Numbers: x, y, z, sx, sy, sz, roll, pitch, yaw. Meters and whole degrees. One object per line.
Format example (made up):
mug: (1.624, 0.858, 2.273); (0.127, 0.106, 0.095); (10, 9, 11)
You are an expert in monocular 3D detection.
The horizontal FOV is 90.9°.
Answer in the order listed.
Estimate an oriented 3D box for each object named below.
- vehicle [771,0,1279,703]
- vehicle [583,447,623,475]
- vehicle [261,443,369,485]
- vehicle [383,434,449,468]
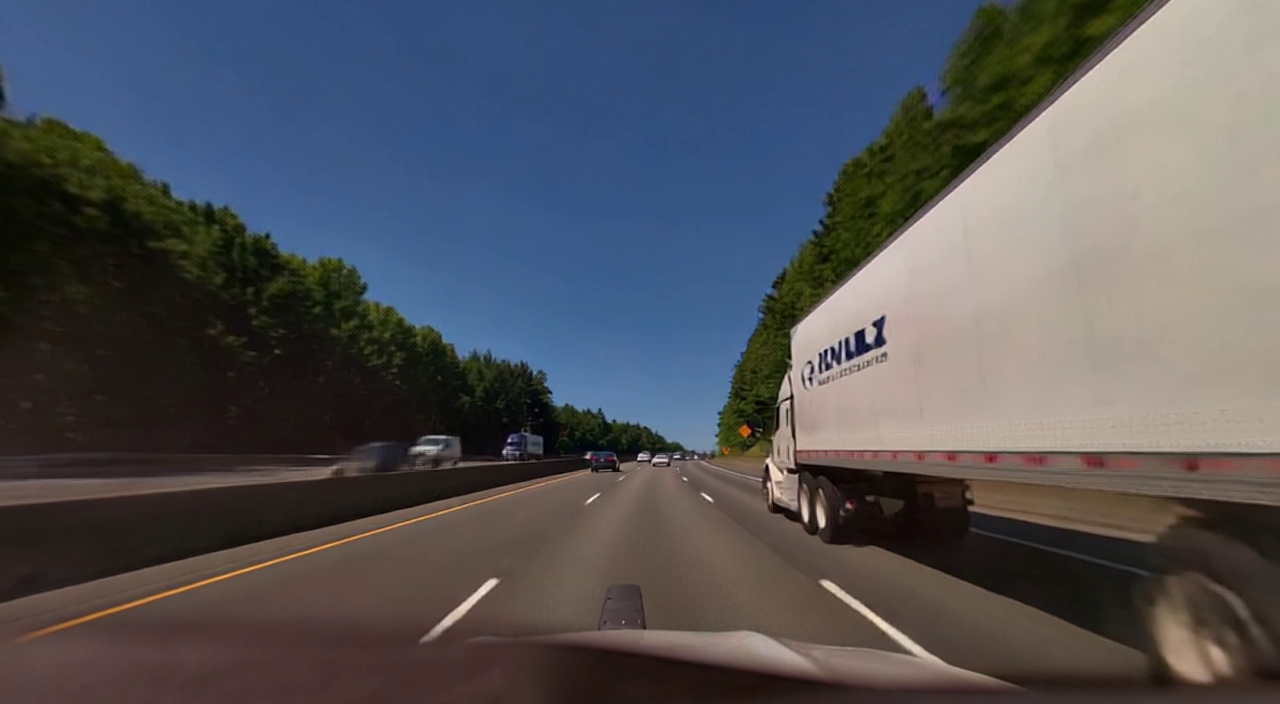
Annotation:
vehicle: (4.114, 0.099, 4.744); (3.057, 3.993, 13.914); (0, -9, -1)
vehicle: (-2.416, 7.359, 42.741); (2.205, 1.728, 4.397); (-1, -9, 3)
vehicle: (-12.218, 4.219, 24.034); (1.839, 1.441, 4.132); (0, -9, 1)
vehicle: (-15.246, 6.790, 43.290); (2.484, 2.197, 5.115); (0, -9, 2)
